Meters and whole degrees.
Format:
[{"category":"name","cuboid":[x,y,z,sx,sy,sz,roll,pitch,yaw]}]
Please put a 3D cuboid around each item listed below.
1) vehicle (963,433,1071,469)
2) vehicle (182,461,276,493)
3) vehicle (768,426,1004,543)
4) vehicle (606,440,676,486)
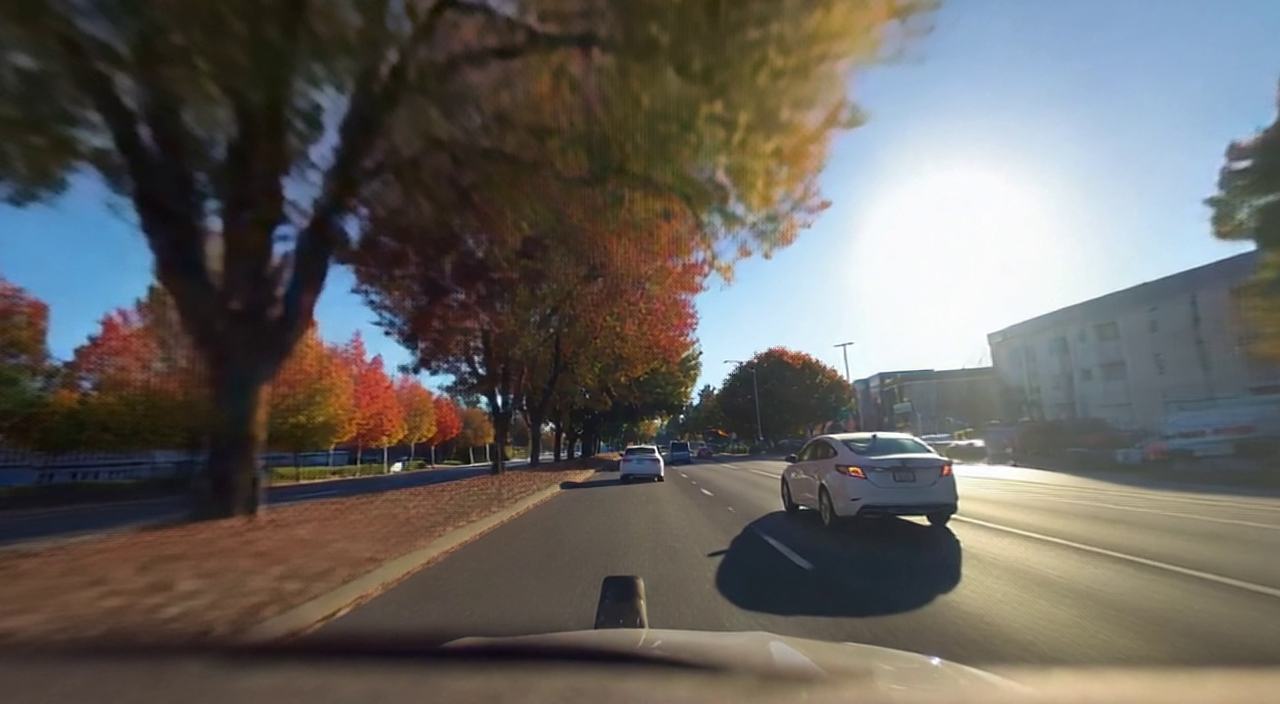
[{"category":"vehicle","cuboid":[21.319,5.650,36.112,2.582,1.849,5.579,0,-9,-1]},{"category":"vehicle","cuboid":[-22.592,6.865,34.989,2.070,1.613,4.510,-1,-9,1]},{"category":"vehicle","cuboid":[3.613,2.047,10.360,2.094,1.480,4.323,0,-9,0]},{"category":"vehicle","cuboid":[0.003,3.998,22.946,2.289,1.471,4.477,0,-9,0]}]
